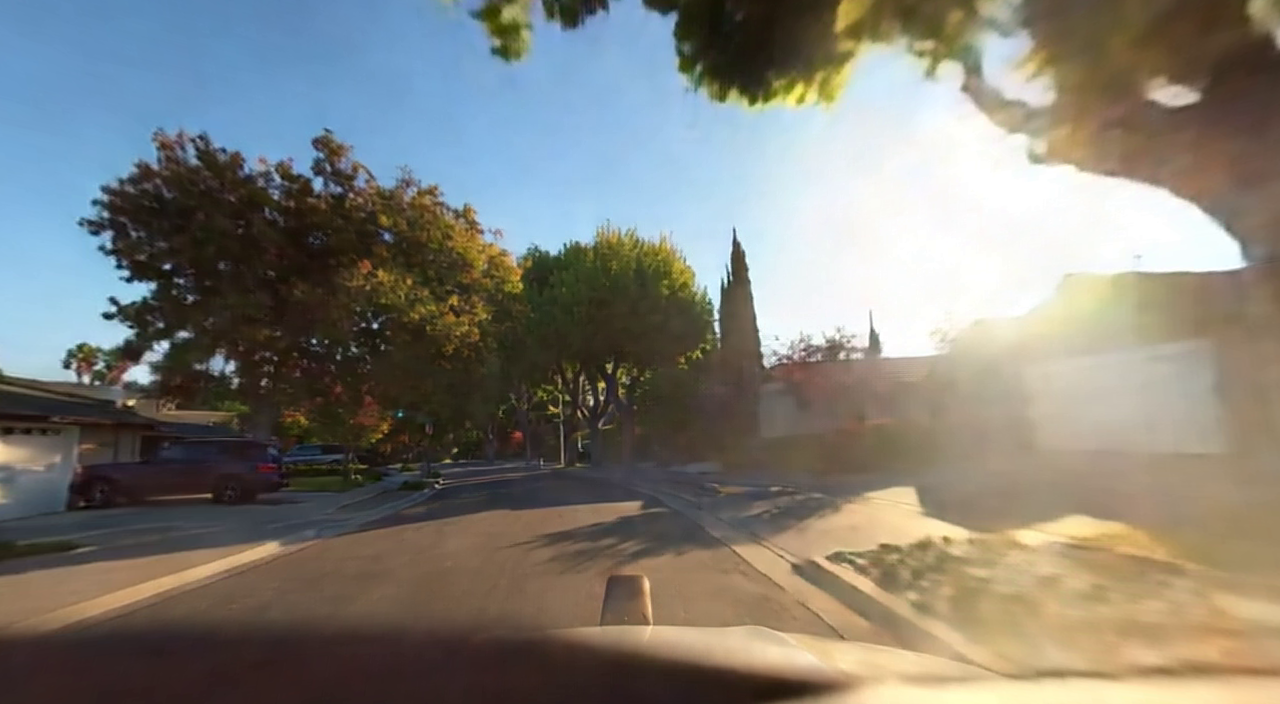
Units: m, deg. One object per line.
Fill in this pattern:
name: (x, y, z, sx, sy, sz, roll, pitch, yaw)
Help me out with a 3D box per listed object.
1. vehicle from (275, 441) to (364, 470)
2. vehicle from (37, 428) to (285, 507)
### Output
vehicle: (-19.457, 6.298, 38.493, 4.471, 1.638, 1.877, 2, -8, -17)
vehicle: (-12.699, 3.065, 17.194, 4.961, 1.757, 1.971, 1, -8, -21)
